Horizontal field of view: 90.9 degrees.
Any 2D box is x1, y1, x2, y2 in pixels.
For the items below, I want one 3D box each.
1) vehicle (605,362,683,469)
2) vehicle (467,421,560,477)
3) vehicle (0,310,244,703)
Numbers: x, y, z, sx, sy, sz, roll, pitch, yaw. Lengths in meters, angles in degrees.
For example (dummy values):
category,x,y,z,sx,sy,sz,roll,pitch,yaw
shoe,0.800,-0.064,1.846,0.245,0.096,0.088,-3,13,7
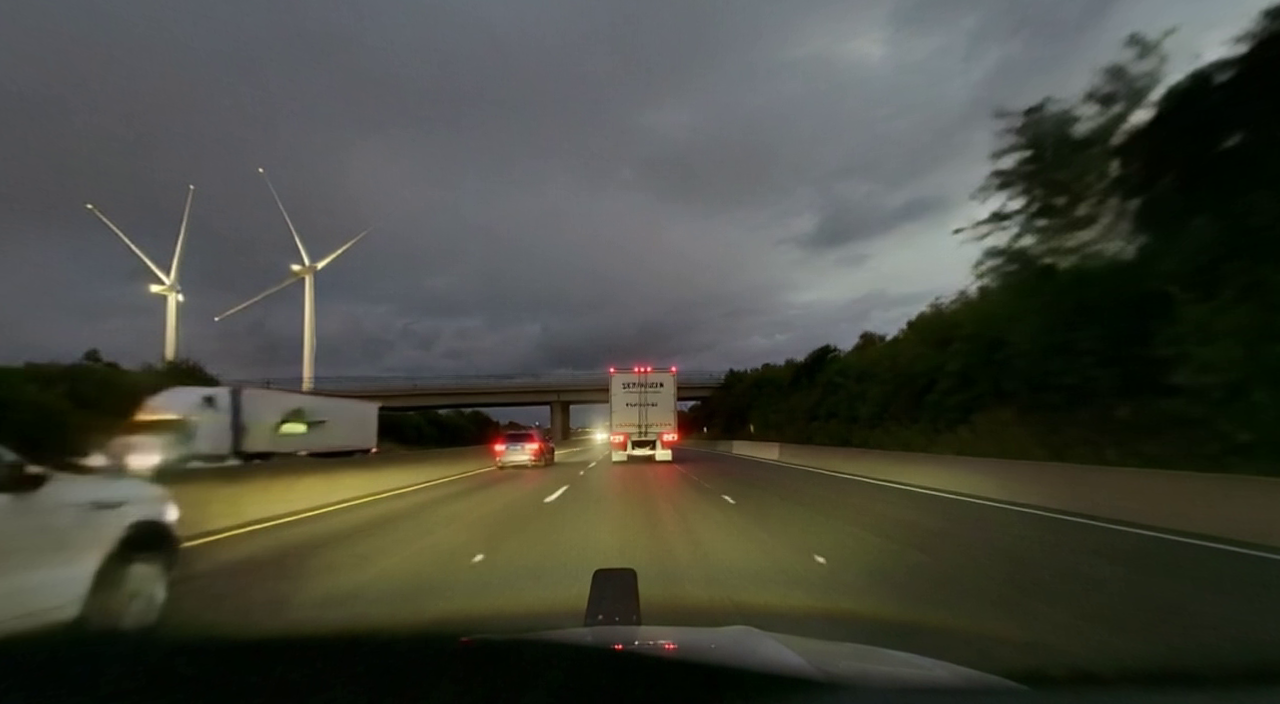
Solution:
category,x,y,z,sx,sy,sz,roll,pitch,yaw
vehicle,0.007,3.179,29.820,2.906,3.990,12.551,0,-8,-1
vehicle,-4.153,3.279,21.661,2.167,1.686,4.946,0,-8,0
vehicle,-4.014,0.643,2.231,2.283,1.814,4.568,0,-8,-1
